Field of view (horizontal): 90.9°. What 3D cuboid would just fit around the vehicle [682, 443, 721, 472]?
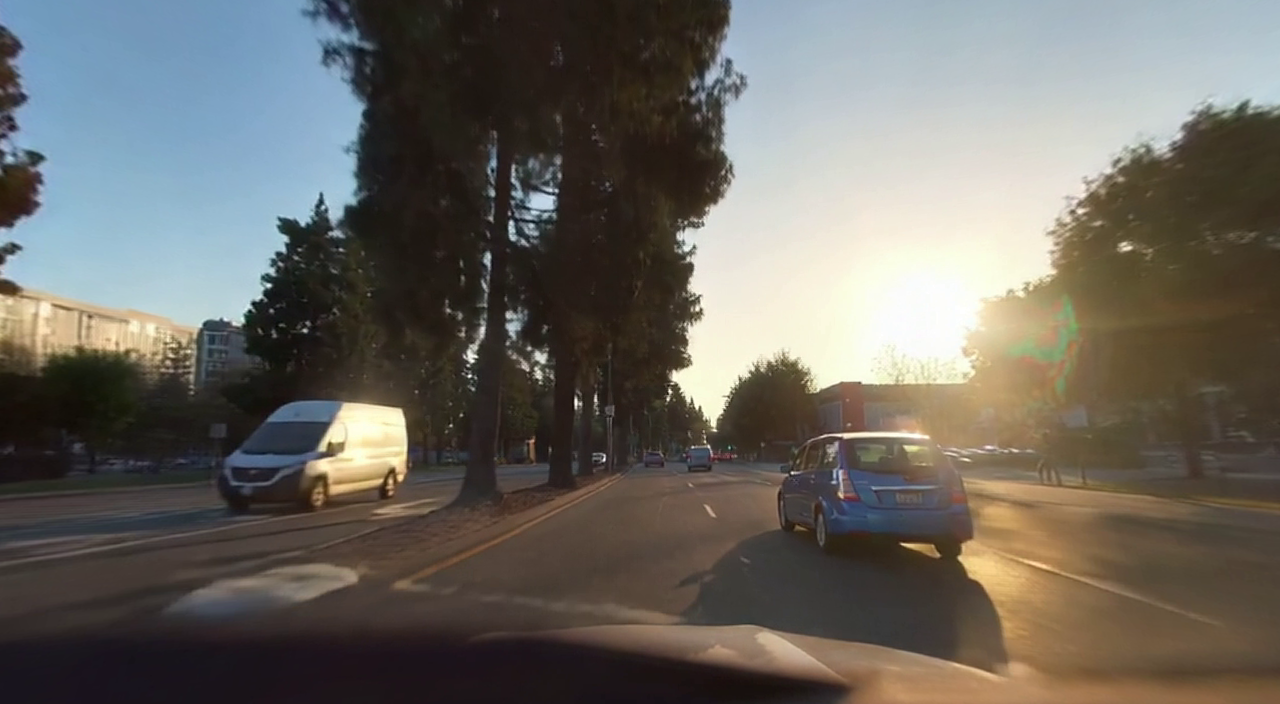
[{"bbox_3d":[4.098,7.130,42.884,2.154,1.844,4.634,0,-9,0],"label":"vehicle"}]

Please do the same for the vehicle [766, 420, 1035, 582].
[{"bbox_3d":[3.053,1.821,8.461,1.901,1.634,3.952,0,-9,0],"label":"vehicle"}]

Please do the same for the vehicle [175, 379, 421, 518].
[{"bbox_3d":[-8.420,2.528,16.812,2.524,2.885,6.868,1,-9,1],"label":"vehicle"}]

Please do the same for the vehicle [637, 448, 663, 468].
[{"bbox_3d":[0.759,8.286,49.573,1.991,1.477,3.814,0,-9,1],"label":"vehicle"}]
